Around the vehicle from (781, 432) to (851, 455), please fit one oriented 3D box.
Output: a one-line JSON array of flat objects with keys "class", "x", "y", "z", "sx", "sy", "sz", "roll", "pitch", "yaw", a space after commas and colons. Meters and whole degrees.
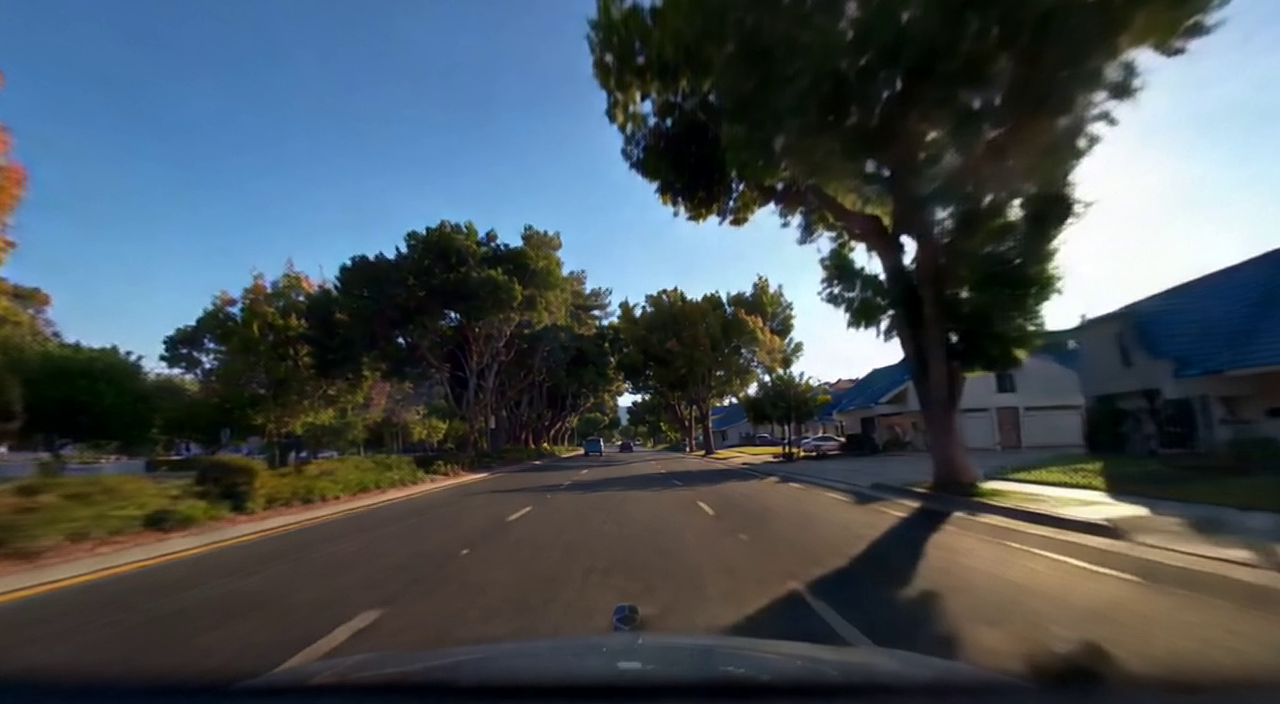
[{"class": "vehicle", "x": 12.206, "y": 6.339, "z": 43.739, "sx": 4.630, "sy": 1.461, "sz": 1.817, "roll": 4, "pitch": -9, "yaw": -27}]
